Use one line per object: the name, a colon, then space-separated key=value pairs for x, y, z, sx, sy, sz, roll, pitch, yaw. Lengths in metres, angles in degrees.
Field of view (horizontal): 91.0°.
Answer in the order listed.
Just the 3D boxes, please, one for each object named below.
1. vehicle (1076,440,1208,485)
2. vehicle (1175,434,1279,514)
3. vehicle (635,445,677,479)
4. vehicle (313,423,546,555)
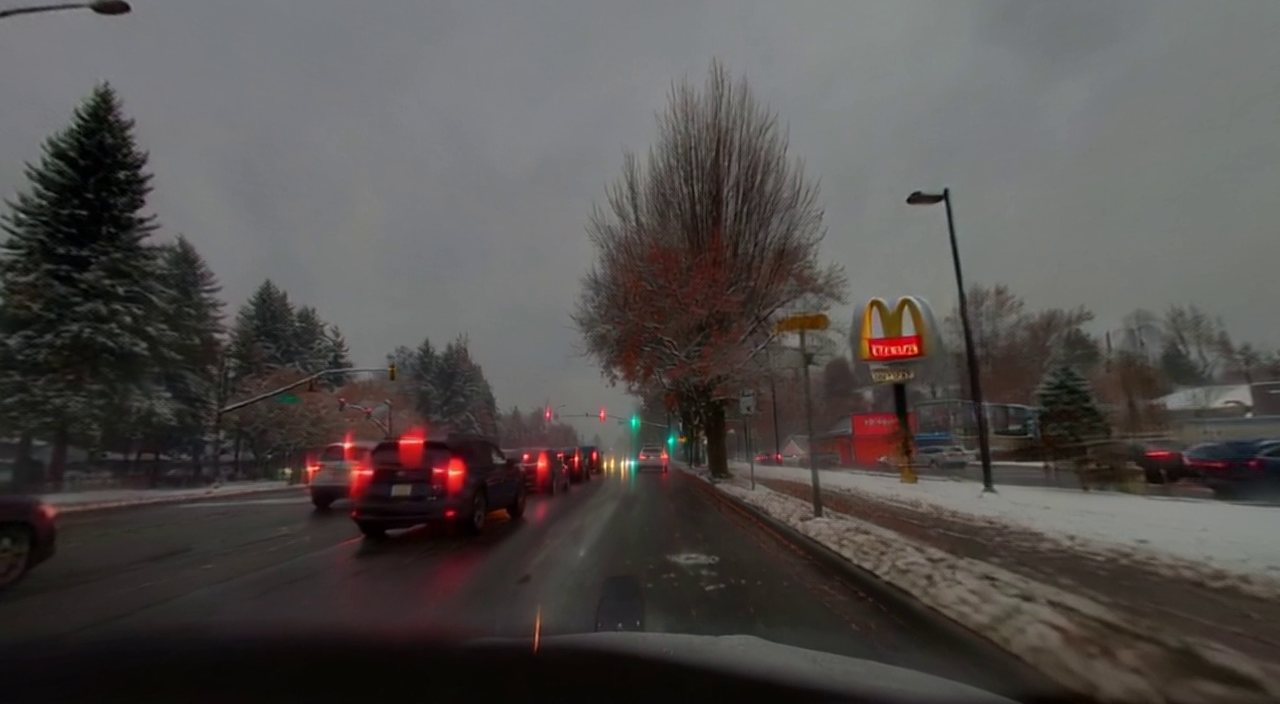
vehicle: x=20.607 y=4.553 z=26.141 sx=1.917 sy=1.675 sz=4.450 roll=0 pitch=-9 yaw=3
vehicle: x=14.754 y=2.643 z=13.643 sx=1.963 sy=1.703 sz=4.447 roll=2 pitch=-9 yaw=-10
vehicle: x=0.866 y=6.044 z=34.817 sx=2.144 sy=1.704 sz=4.028 roll=0 pitch=-9 yaw=1
vehicle: x=-3.053 y=2.112 z=10.432 sx=2.165 sy=1.663 sz=4.513 roll=0 pitch=-9 yaw=2
